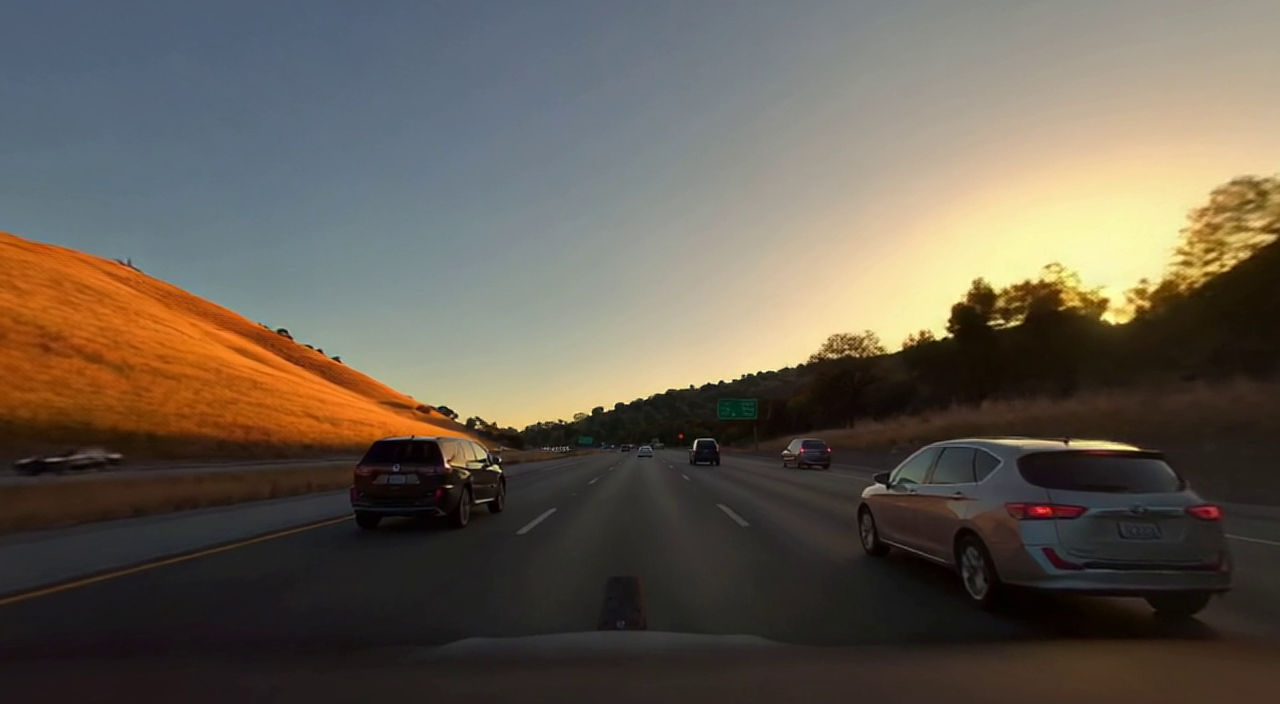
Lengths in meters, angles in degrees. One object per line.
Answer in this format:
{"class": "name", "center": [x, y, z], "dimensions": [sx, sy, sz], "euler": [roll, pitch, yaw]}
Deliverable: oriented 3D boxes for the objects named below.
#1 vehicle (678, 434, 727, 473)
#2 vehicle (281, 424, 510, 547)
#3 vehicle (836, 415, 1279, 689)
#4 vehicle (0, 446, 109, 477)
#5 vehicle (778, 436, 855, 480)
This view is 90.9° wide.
{"class": "vehicle", "center": [3.313, 5.519, 34.532], "dimensions": [2.121, 1.925, 5.056], "euler": [0, -8, 0]}
{"class": "vehicle", "center": [-3.848, 2.180, 10.981], "dimensions": [2.166, 1.672, 4.388], "euler": [-1, -8, 1]}
{"class": "vehicle", "center": [3.418, 1.411, 5.665], "dimensions": [1.941, 1.481, 4.300], "euler": [0, -8, 0]}
{"class": "vehicle", "center": [-31.661, 5.868, 34.104], "dimensions": [1.782, 1.492, 4.648], "euler": [-1, -8, 1]}
{"class": "vehicle", "center": [7.426, 4.489, 27.048], "dimensions": [1.998, 1.717, 4.338], "euler": [0, -8, -1]}
